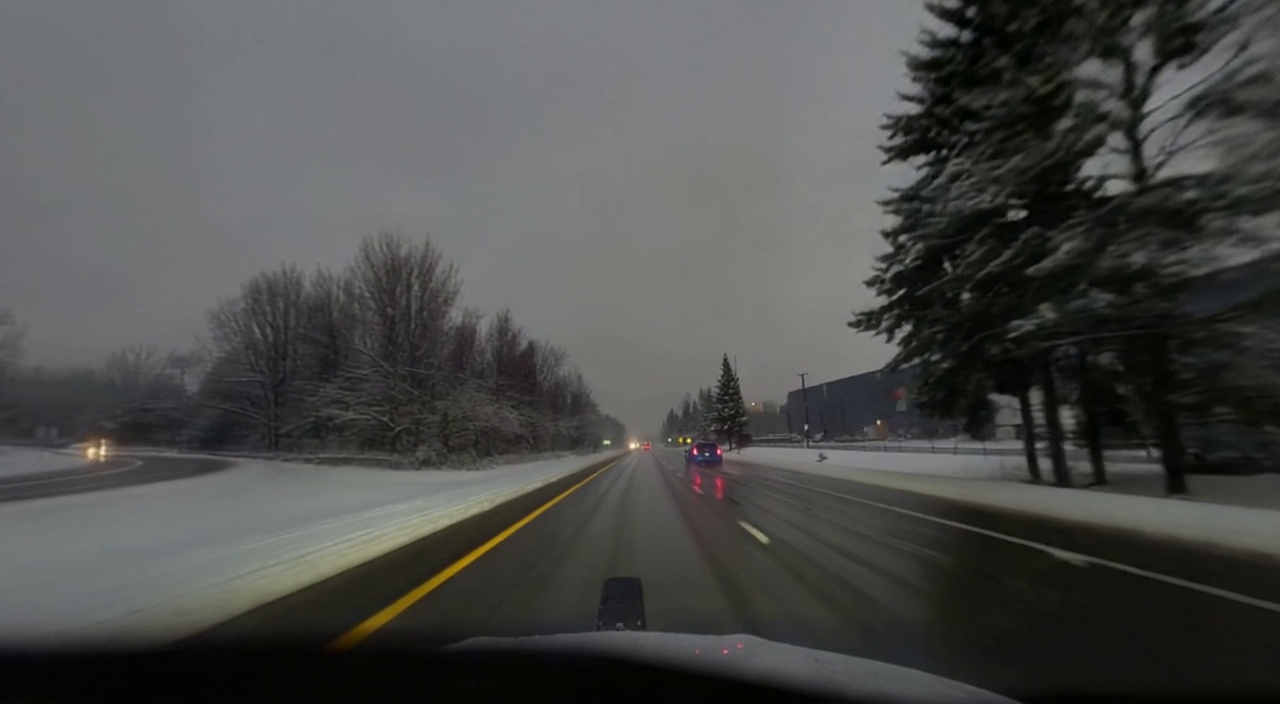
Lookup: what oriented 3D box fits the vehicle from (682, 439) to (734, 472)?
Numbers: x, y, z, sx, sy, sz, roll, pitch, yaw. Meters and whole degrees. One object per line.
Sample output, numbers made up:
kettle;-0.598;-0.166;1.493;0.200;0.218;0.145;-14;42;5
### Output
vehicle;3.339;5.208;31.752;2.079;1.531;3.997;0;-8;-2
